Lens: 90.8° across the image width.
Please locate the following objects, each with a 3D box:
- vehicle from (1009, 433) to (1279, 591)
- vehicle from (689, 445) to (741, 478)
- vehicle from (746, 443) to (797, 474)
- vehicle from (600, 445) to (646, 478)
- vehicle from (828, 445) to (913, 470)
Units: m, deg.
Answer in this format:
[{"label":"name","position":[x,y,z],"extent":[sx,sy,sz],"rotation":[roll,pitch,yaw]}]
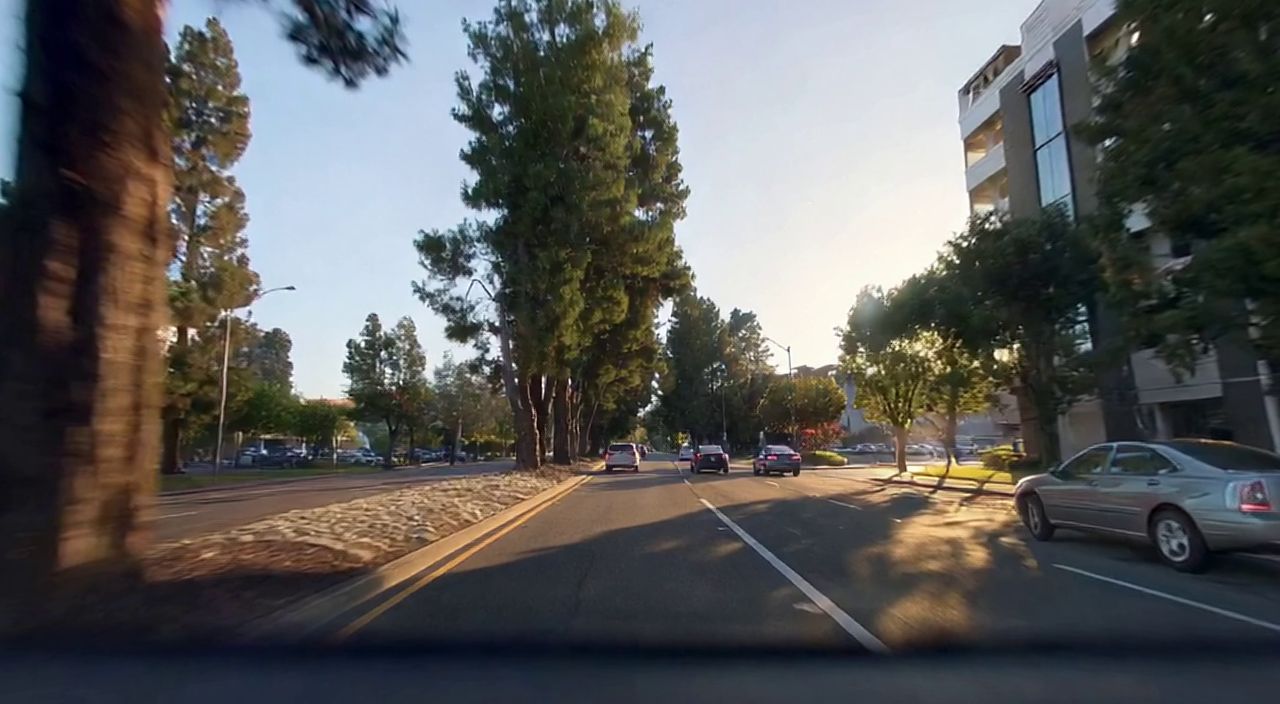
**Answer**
[{"label":"vehicle","position":[7.096,1.836,8.051],"extent":[1.888,1.508,4.646],"rotation":[0,-8,-1]},{"label":"vehicle","position":[3.542,5.250,30.512],"extent":[2.020,1.472,3.958],"rotation":[0,-8,0]},{"label":"vehicle","position":[7.537,6.156,36.675],"extent":[1.945,1.687,4.292],"rotation":[0,-8,-1]},{"label":"vehicle","position":[-0.751,5.243,30.608],"extent":[2.077,1.477,3.897],"rotation":[0,-8,0]},{"label":"vehicle","position":[14.248,6.556,39.279],"extent":[4.541,1.487,1.886],"rotation":[-1,-8,4]}]
